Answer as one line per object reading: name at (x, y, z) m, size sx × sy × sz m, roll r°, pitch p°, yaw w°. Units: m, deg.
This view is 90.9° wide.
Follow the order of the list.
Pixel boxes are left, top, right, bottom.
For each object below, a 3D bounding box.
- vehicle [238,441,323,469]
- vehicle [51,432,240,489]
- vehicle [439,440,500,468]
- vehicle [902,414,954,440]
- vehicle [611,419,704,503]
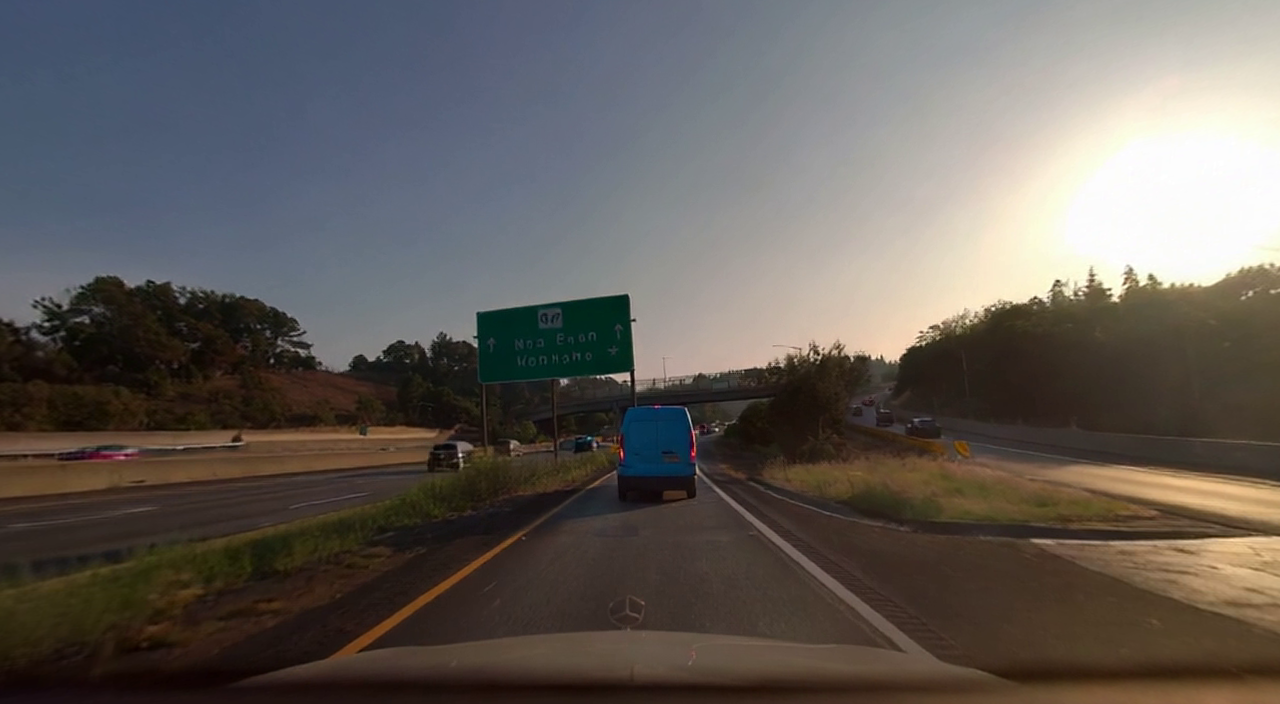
vehicle at (-19.919, 5.704, 35.184) m, size 1.884 × 1.447 × 4.502 m, roll -1°, pitch -8°, yaw 3°
vehicle at (-16.688, 3.669, 21.767) m, size 2.309 × 1.683 × 5.063 m, roll -1°, pitch -8°, yaw 2°
vehicle at (-10.142, 6.081, 37.972) m, size 1.958 × 1.545 × 4.588 m, roll -1°, pitch -8°, yaw 6°
vehicle at (19.420, 5.121, 42.761) m, size 2.098 × 1.654 × 4.637 m, roll -2°, pitch -8°, yaw 11°
vehicle at (0.376, 2.742, 16.227) m, size 2.043 × 1.821 × 4.558 m, roll 0°, pitch -8°, yaw 0°
